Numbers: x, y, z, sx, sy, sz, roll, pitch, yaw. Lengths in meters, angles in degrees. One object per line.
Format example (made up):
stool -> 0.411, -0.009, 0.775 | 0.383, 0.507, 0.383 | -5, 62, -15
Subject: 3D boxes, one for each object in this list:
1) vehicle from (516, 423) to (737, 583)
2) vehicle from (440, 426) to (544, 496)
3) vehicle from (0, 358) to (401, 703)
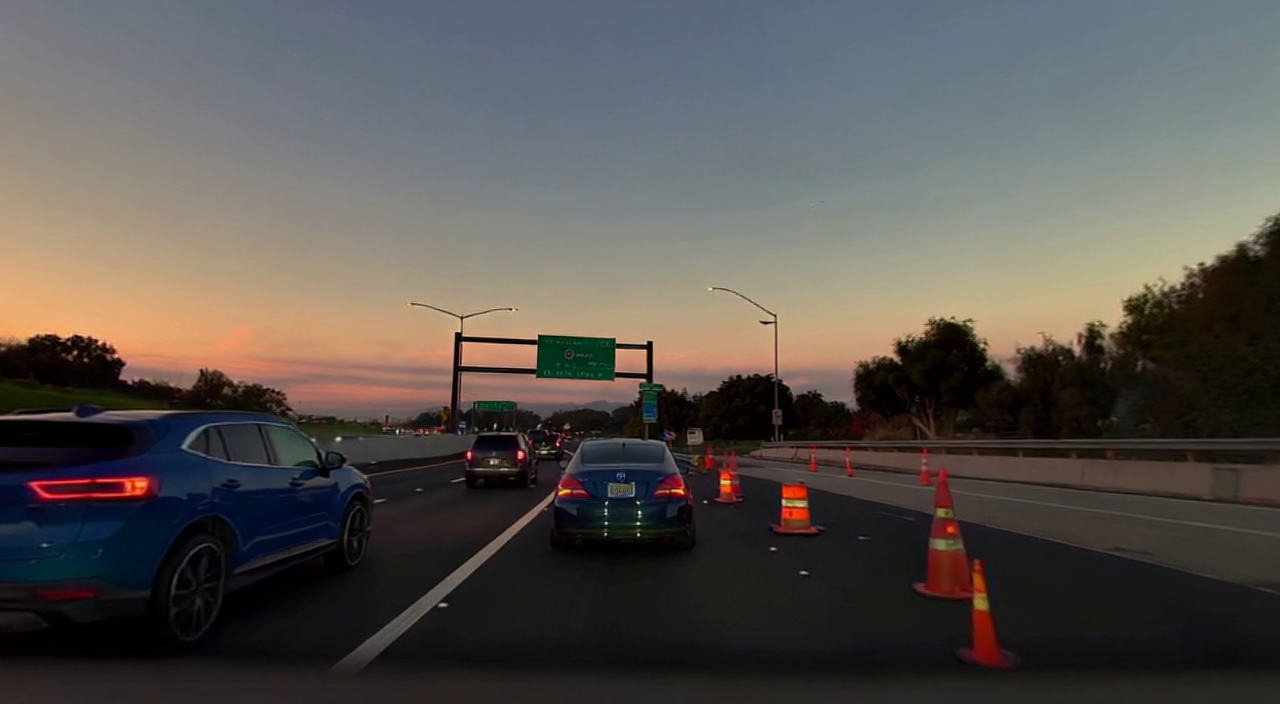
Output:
vehicle -> -0.196, 1.716, 8.006 | 2.069, 1.484, 3.982 | 0, -8, -2
vehicle -> -3.990, 3.010, 17.805 | 1.982, 1.727, 4.057 | 0, -9, -1
vehicle -> -3.699, 1.177, 5.081 | 2.025, 1.708, 4.089 | 0, -9, -2
